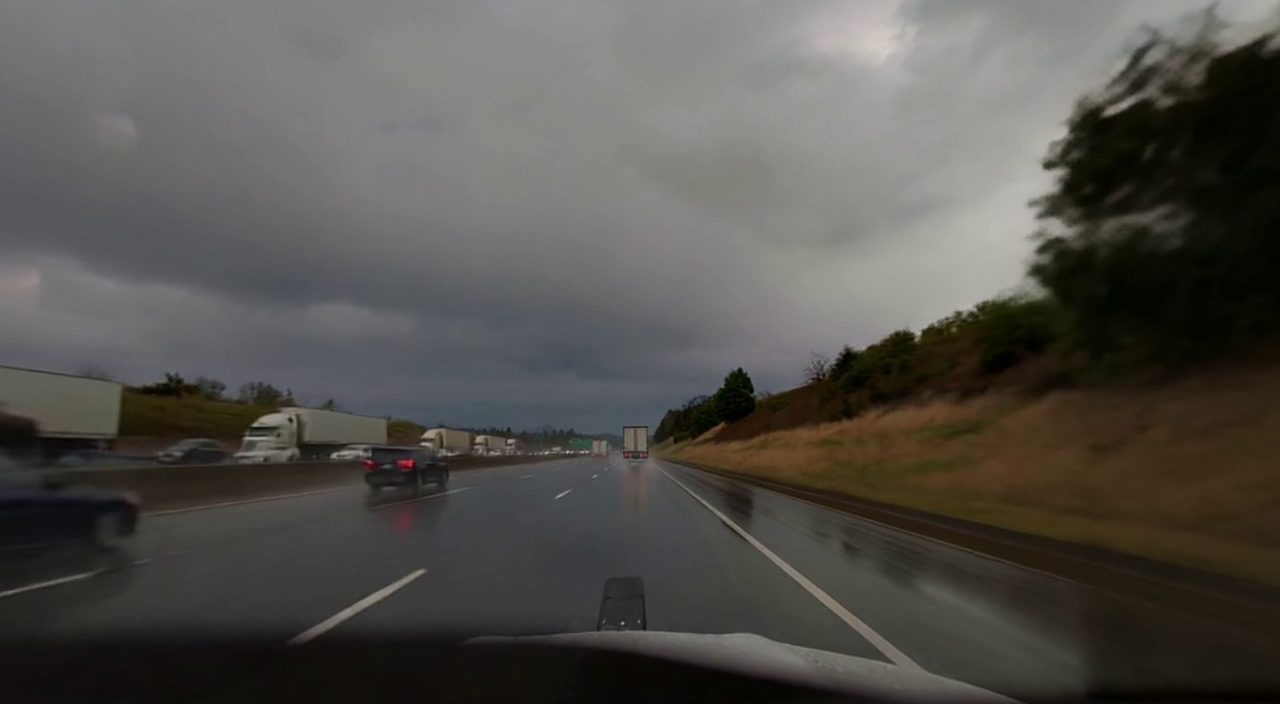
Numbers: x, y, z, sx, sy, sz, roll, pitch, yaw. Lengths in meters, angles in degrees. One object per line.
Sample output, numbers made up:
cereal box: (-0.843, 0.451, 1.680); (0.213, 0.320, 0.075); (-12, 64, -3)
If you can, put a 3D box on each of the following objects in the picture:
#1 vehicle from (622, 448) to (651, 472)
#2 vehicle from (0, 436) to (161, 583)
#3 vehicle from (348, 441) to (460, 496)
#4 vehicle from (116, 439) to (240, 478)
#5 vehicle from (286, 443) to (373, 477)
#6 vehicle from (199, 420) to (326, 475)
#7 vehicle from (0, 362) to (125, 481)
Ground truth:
vehicle: (-0.287, 7.795, 45.665); (2.009, 1.657, 3.962); (0, -9, -1)
vehicle: (-7.313, 1.536, 6.051); (1.895, 1.446, 4.456); (0, -9, 0)
vehicle: (-7.714, 3.838, 21.150); (2.004, 1.629, 4.506); (0, -9, 0)
vehicle: (-19.263, 4.458, 26.554); (1.989, 1.505, 4.352); (0, -9, -1)
vehicle: (-14.767, 5.153, 30.295); (1.817, 1.508, 4.734); (0, -9, -1)
vehicle: (-19.444, 4.994, 33.026); (2.599, 2.572, 6.600); (0, -9, 0)
vehicle: (-23.686, 2.120, 20.007); (2.846, 4.080, 14.228); (0, -9, -1)
